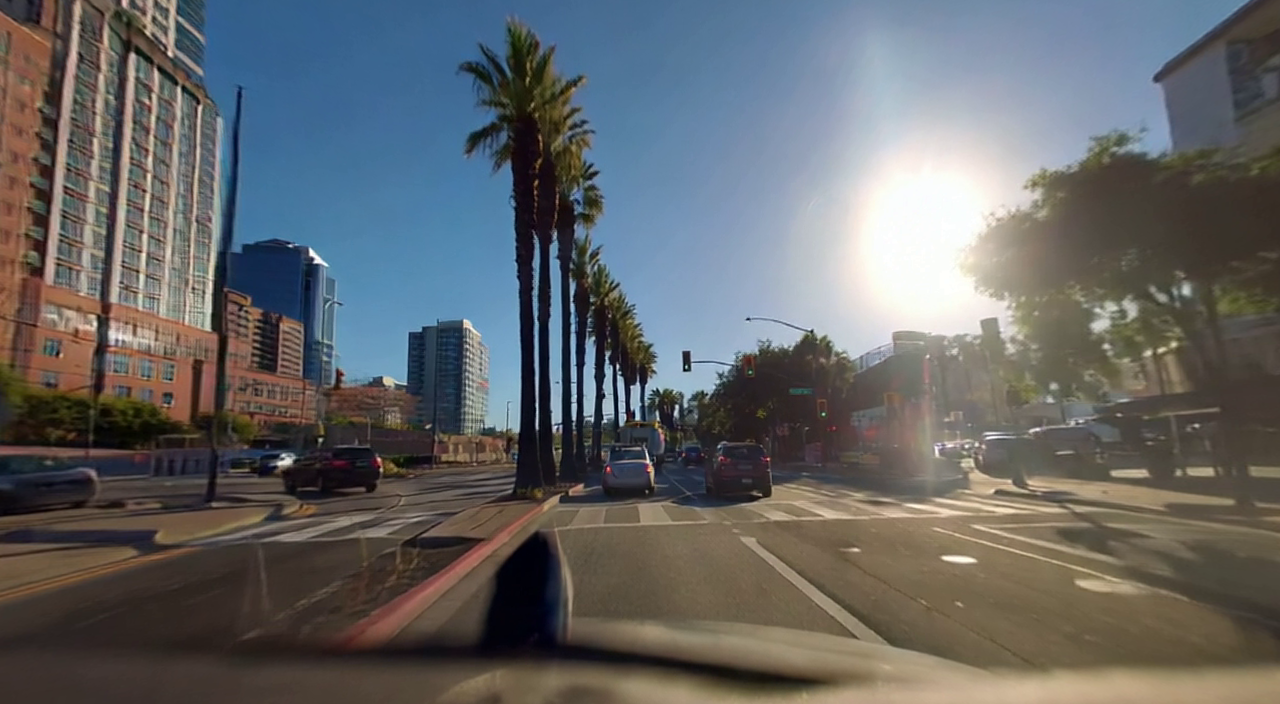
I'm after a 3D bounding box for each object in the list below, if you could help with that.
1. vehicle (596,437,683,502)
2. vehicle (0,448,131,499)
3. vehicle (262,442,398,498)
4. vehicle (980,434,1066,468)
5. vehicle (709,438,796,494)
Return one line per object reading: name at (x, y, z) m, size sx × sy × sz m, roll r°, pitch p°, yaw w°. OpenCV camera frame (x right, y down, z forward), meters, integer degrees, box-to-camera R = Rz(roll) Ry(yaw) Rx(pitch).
vehicle at (-0.011, 3.053, 16.762) m, size 2.048 × 1.503 × 3.681 m, roll 0°, pitch -9°, yaw 0°
vehicle at (-19.323, 3.792, 19.883) m, size 4.641 × 1.502 × 1.882 m, roll 3°, pitch -9°, yaw -21°
vehicle at (-9.448, 3.497, 19.127) m, size 4.435 × 1.501 × 1.977 m, roll -7°, pitch -11°, yaw 39°
vehicle at (20.250, 5.266, 33.668) m, size 1.959 × 1.674 × 4.706 m, roll -1°, pitch -9°, yaw 6°
vehicle at (3.239, 3.363, 18.900) m, size 1.909 × 1.500 × 3.524 m, roll 0°, pitch -9°, yaw -1°
